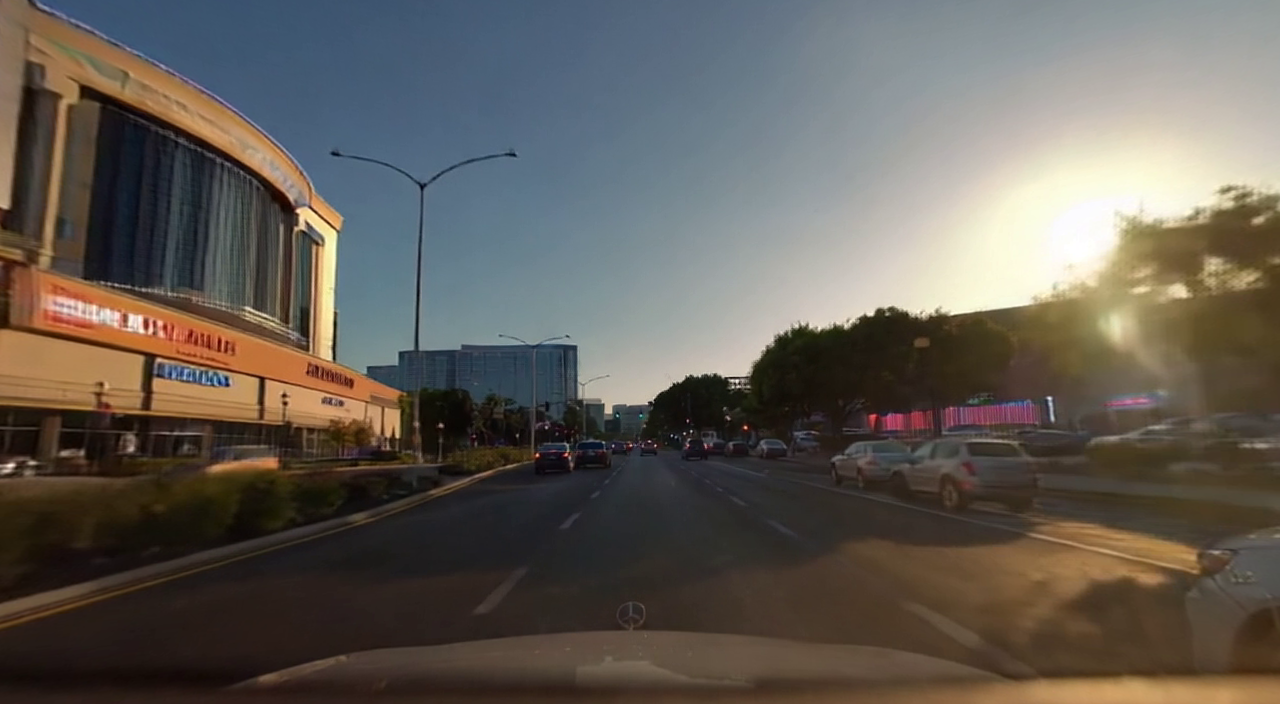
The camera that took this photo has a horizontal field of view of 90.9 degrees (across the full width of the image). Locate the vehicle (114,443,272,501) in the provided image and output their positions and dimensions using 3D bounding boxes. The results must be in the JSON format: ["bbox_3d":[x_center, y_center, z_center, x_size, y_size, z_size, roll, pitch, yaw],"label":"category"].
[{"bbox_3d":[-14.558,3.872,20.918,1.905,1.687,4.436,0,-8,1],"label":"vehicle"}]

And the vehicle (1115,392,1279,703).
[{"bbox_3d":[3.450,0.688,0.930,1.981,1.499,4.536,0,-8,1],"label":"vehicle"}]

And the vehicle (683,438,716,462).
[{"bbox_3d":[4.495,7.479,48.146,2.007,1.683,4.171,0,-8,-1],"label":"vehicle"}]

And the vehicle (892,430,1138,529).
[{"bbox_3d":[7.111,2.431,12.688,1.918,1.598,4.536,0,-8,-4],"label":"vehicle"}]

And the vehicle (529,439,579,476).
[{"bbox_3d":[-3.813,4.706,28.488,1.917,1.511,4.436,0,-8,-4],"label":"vehicle"}]
